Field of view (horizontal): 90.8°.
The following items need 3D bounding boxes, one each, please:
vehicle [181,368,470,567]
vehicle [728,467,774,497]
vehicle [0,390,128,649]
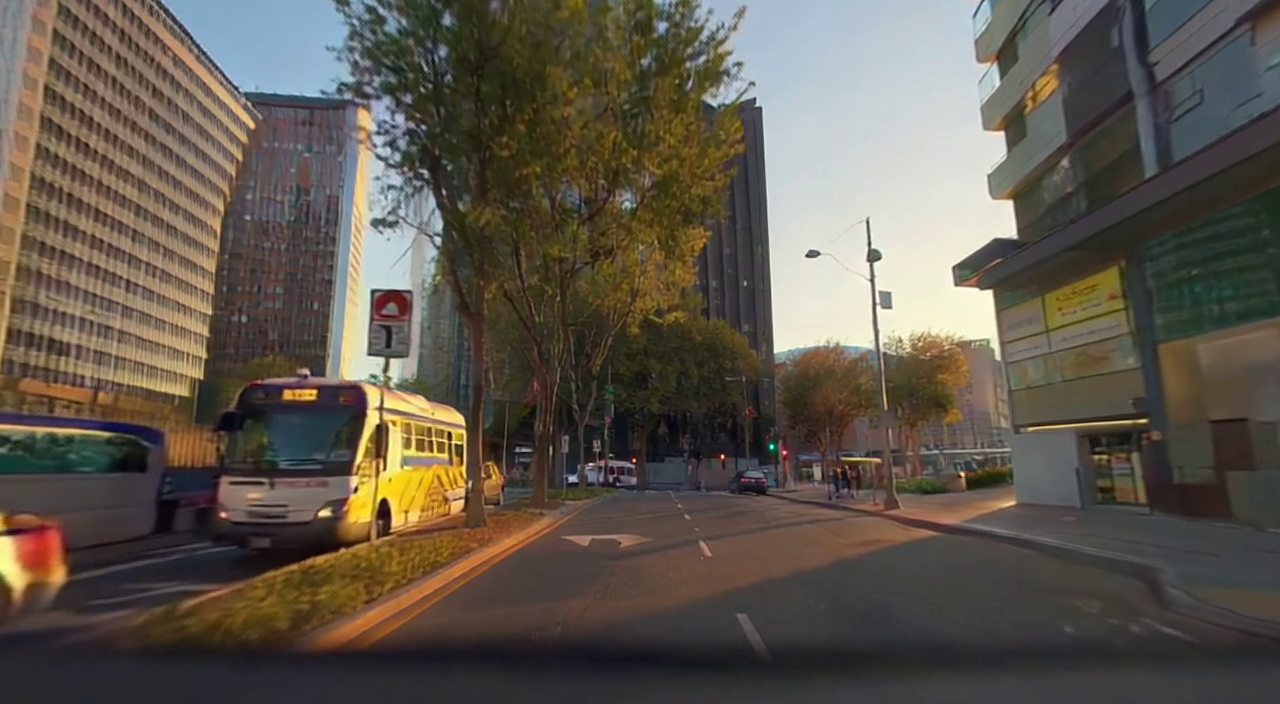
[{"bbox_3d":[-5.086,2.007,11.599,2.268,2.708,5.699,0,-9,1],"label":"vehicle"},{"bbox_3d":[6.430,7.585,37.065,1.888,1.536,4.381,0,-9,-1],"label":"vehicle"},{"bbox_3d":[-5.640,1.022,3.301,1.988,1.855,4.599,0,-9,1],"label":"vehicle"}]
